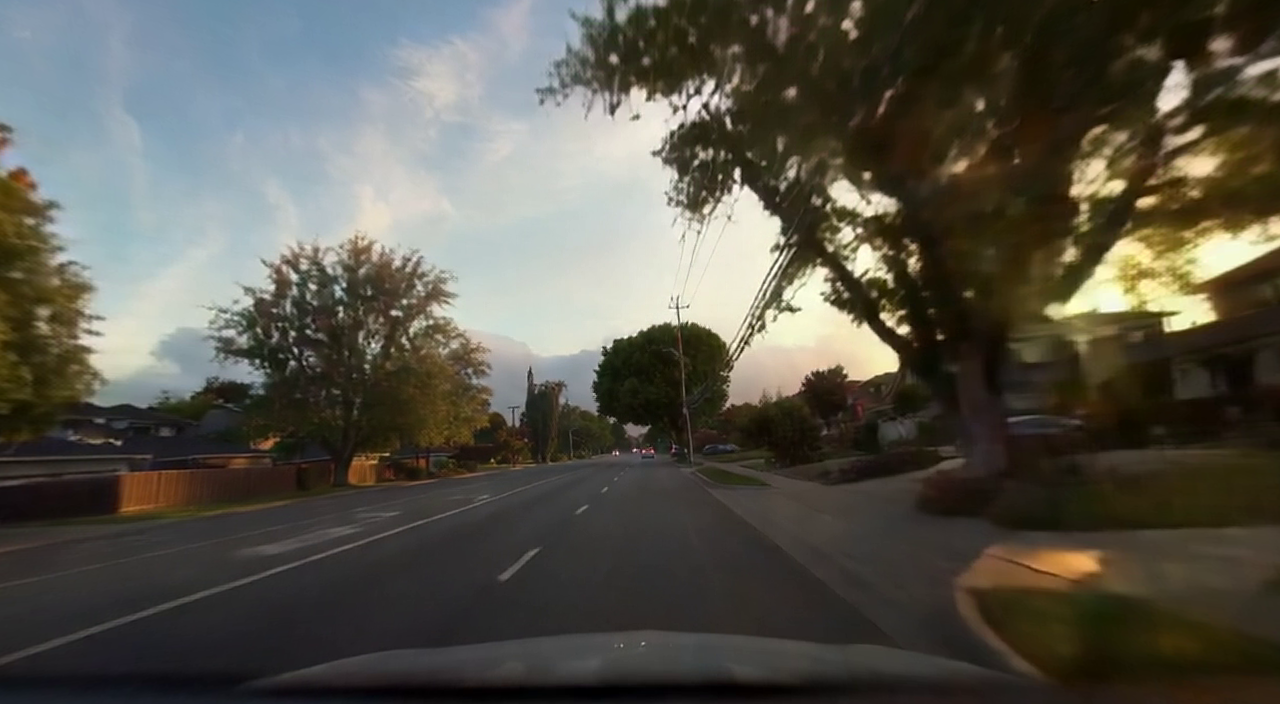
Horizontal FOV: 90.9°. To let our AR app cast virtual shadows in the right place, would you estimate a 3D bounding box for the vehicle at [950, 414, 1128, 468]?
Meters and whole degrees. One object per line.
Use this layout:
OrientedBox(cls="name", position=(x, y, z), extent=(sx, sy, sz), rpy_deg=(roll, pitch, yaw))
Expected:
OrientedBox(cls="vehicle", position=(11.579, 2.636, 18.524), extent=(3.992, 1.486, 1.727), rpy_deg=(0, -9, 1))
